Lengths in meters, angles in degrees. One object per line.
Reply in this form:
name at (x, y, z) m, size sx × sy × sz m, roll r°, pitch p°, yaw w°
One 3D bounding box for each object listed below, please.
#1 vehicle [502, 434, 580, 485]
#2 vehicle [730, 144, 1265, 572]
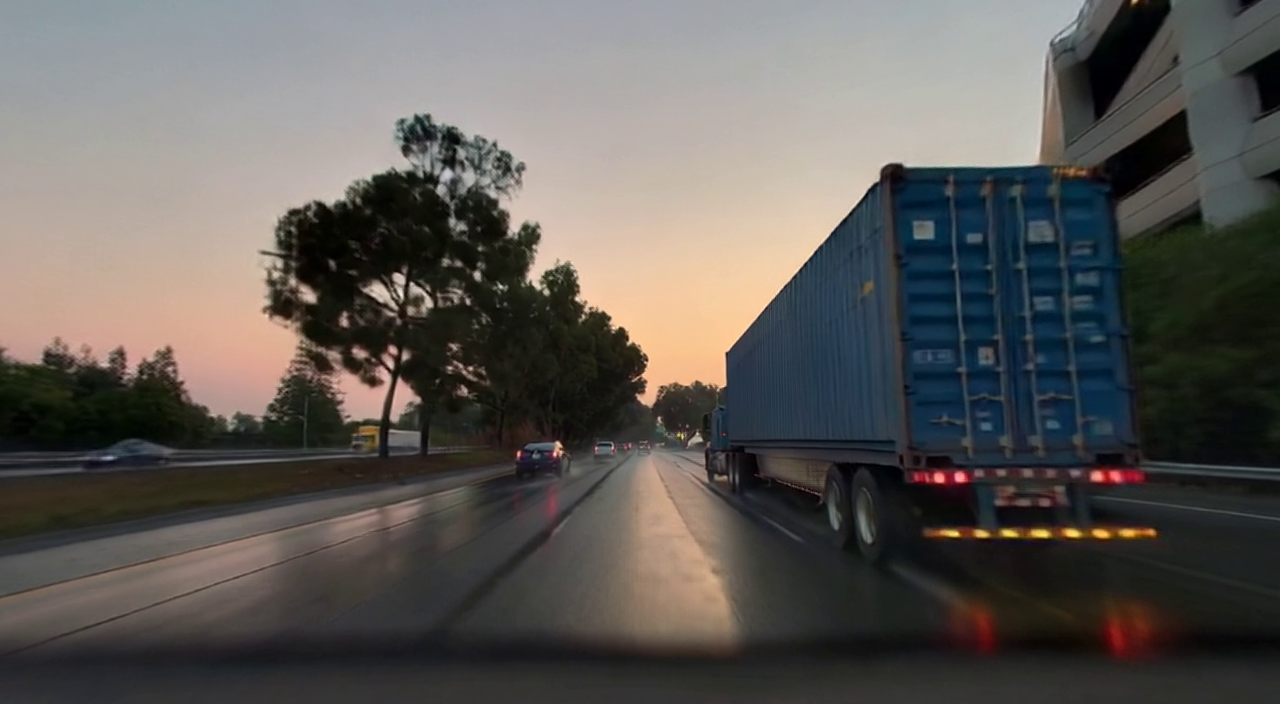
vehicle at (-3.223, 3.598, 21.287) m, size 1.954 × 1.528 × 4.010 m, roll 0°, pitch -9°, yaw 0°
vehicle at (4.151, 0.952, 12.572) m, size 2.893 × 3.992 × 13.605 m, roll 0°, pitch -8°, yaw 1°
